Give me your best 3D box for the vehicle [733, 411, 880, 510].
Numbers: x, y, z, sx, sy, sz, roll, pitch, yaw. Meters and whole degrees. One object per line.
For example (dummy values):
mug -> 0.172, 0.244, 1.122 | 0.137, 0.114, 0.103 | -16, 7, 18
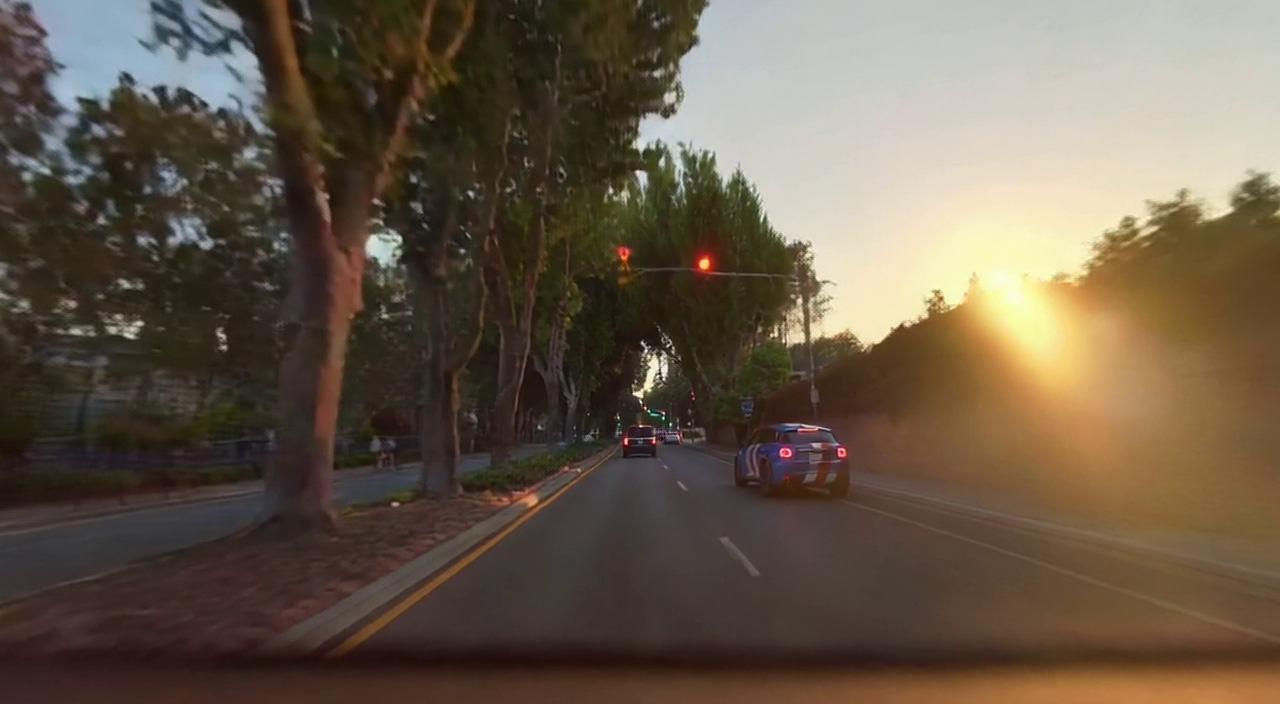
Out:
vehicle -> 3.211, 2.197, 13.108 | 1.840, 1.709, 4.202 | 0, -8, -1

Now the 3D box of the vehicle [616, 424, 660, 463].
vehicle -> -0.113, 4.402, 30.313 | 1.984, 1.777, 3.148 | 0, -8, -1
